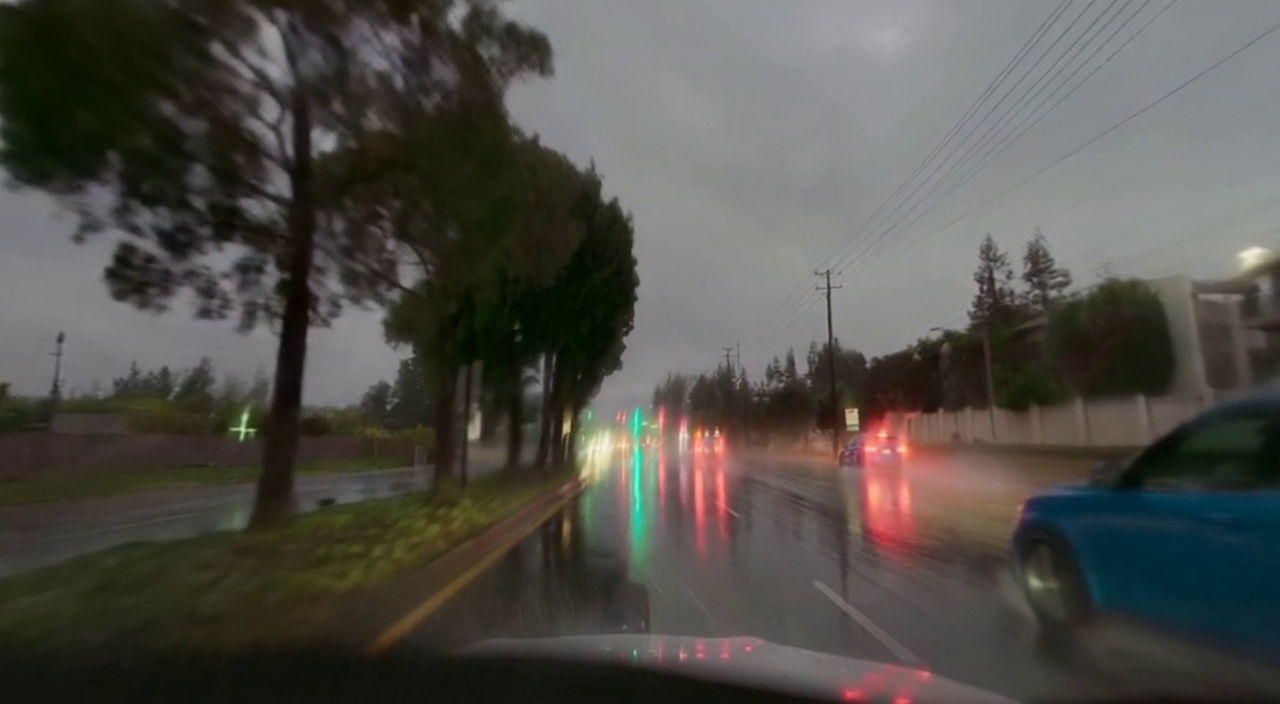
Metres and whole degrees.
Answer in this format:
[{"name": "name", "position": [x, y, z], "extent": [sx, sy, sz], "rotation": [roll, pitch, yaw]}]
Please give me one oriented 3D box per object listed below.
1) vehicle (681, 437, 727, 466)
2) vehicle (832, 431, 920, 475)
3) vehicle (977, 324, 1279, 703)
[{"name": "vehicle", "position": [3.489, 5.508, 34.952], "extent": [2.063, 1.481, 4.247], "rotation": [0, -8, 0]}, {"name": "vehicle", "position": [9.936, 4.294, 26.942], "extent": [1.978, 1.700, 4.461], "rotation": [0, -8, 0]}, {"name": "vehicle", "position": [3.626, 0.757, 2.376], "extent": [2.176, 1.752, 4.628], "rotation": [0, -8, 1]}]
